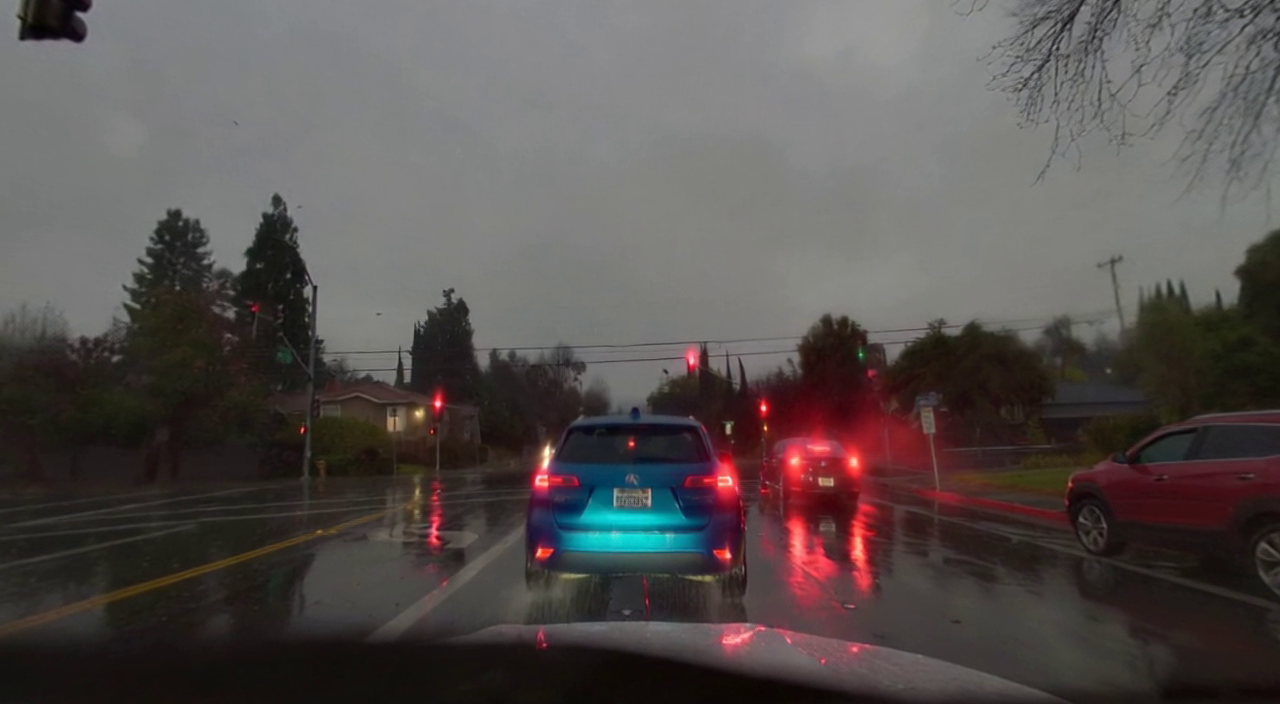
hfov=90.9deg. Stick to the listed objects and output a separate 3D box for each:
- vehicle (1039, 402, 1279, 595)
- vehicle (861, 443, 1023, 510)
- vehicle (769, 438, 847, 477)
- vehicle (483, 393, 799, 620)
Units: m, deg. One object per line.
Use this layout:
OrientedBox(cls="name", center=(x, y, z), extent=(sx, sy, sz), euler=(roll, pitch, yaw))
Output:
OrientedBox(cls="vehicle", center=(7.016, 1.542, 7.044), extent=(1.989, 1.791, 4.735), euler=(0, -8, 0))
OrientedBox(cls="vehicle", center=(7.278, 3.008, 15.817), extent=(1.860, 1.436, 4.479), euler=(0, -8, 0))
OrientedBox(cls="vehicle", center=(7.406, 4.549, 27.441), extent=(2.077, 1.527, 4.755), euler=(-5, -10, 30))
OrientedBox(cls="vehicle", center=(0.037, 1.461, 6.910), extent=(2.322, 1.667, 4.367), euler=(0, -8, 1))
